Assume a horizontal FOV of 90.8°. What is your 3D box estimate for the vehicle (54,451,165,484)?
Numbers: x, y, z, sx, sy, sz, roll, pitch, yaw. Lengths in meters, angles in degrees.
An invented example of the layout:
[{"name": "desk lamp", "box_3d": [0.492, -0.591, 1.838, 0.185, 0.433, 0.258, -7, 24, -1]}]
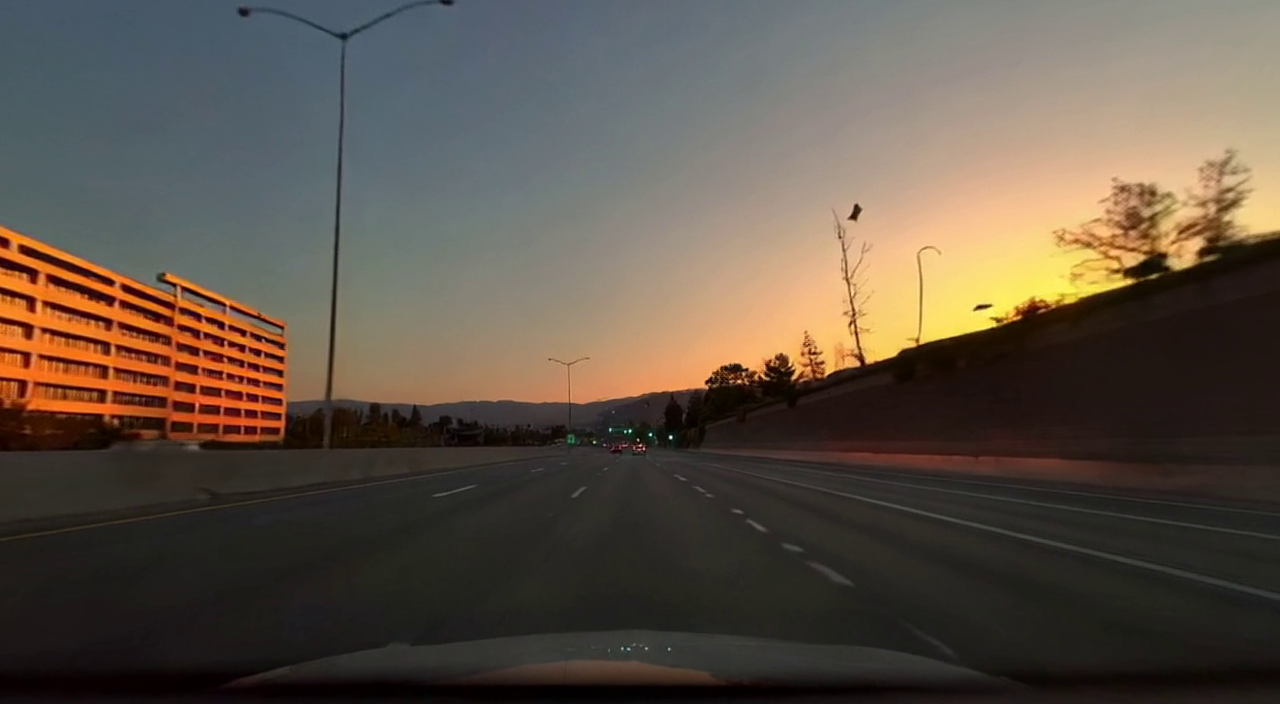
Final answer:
[{"name": "vehicle", "box_3d": [-26.395, 5.731, 31.658, 1.797, 1.463, 4.376, 0, -9, 0]}]
